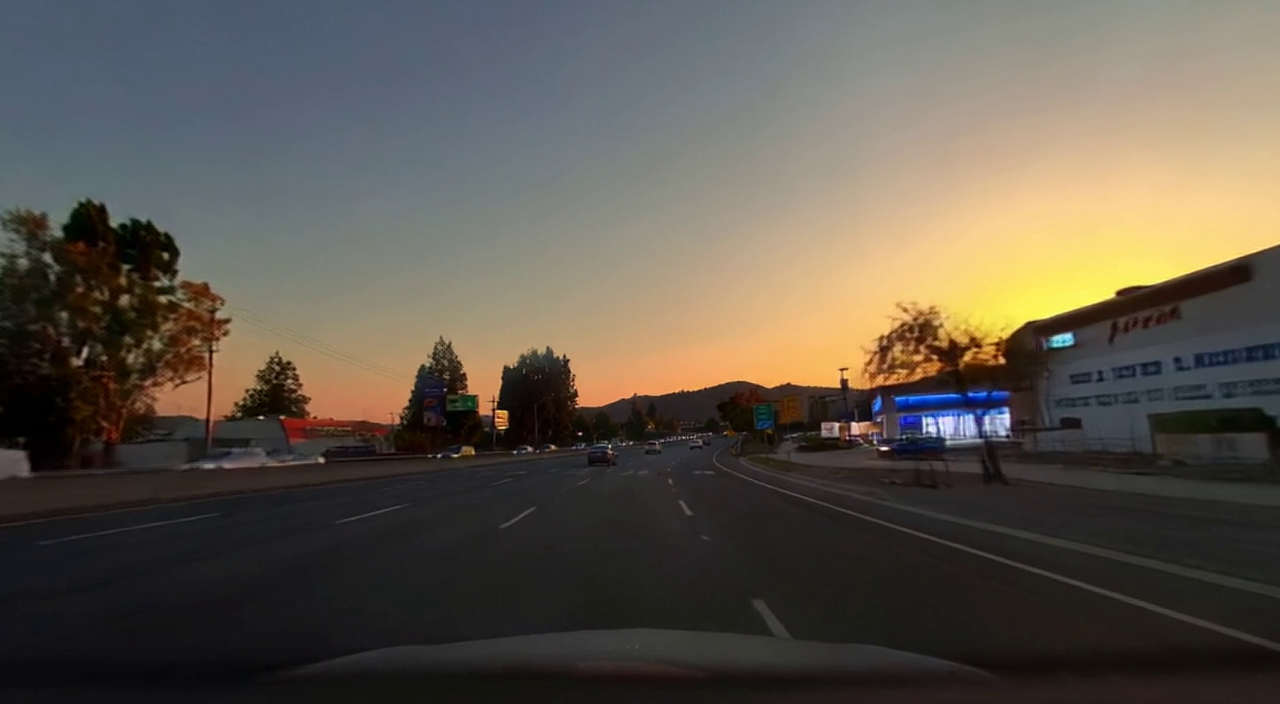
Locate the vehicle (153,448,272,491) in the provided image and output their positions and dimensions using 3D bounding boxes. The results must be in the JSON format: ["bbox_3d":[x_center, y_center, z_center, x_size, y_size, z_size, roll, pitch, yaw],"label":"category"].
[{"bbox_3d":[-18.507,5.060,27.641,1.958,1.678,4.390,0,-9,2],"label":"vehicle"}]

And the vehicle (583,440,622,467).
[{"bbox_3d":[-2.543,7.006,43.647,2.139,1.782,4.079,-1,-9,4],"label":"vehicle"}]
